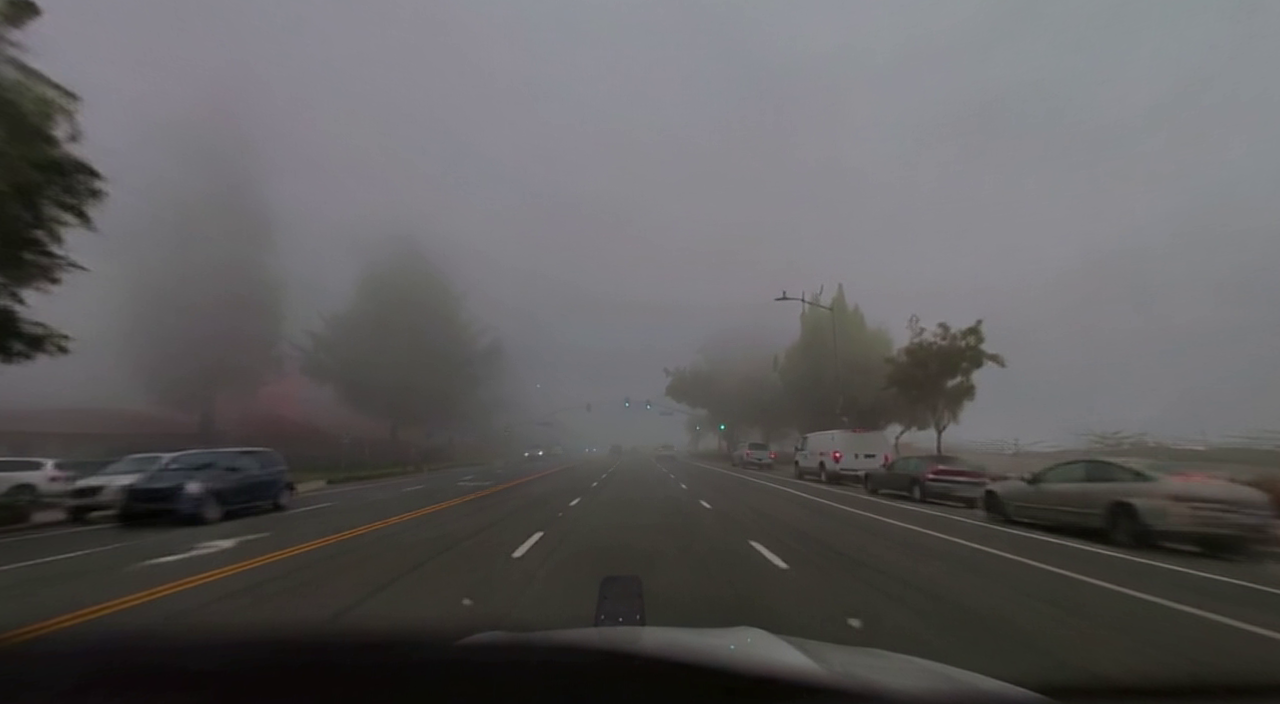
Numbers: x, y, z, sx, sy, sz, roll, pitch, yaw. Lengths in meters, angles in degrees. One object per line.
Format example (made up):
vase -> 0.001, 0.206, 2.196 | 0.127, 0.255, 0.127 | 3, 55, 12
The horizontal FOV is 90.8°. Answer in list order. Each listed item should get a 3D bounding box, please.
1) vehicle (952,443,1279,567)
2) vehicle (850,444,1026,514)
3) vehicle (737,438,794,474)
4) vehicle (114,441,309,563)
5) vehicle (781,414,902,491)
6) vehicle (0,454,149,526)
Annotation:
vehicle -> 7.192, 2.194, 10.073 | 1.862, 1.464, 4.892 | 0, -8, -1
vehicle -> 7.220, 3.084, 16.084 | 1.884, 1.458, 5.146 | 0, -8, -1
vehicle -> 6.995, 5.863, 35.830 | 2.088, 1.848, 4.936 | 0, -9, -2
vehicle -> -7.345, 2.327, 10.799 | 2.165, 1.567, 4.700 | 6, -10, -36
vehicle -> 7.099, 3.653, 23.184 | 2.323, 2.433, 5.901 | 0, -8, -2
vehicle -> -14.458, 3.128, 14.699 | 4.635, 1.457, 2.060 | -2, -9, 10
